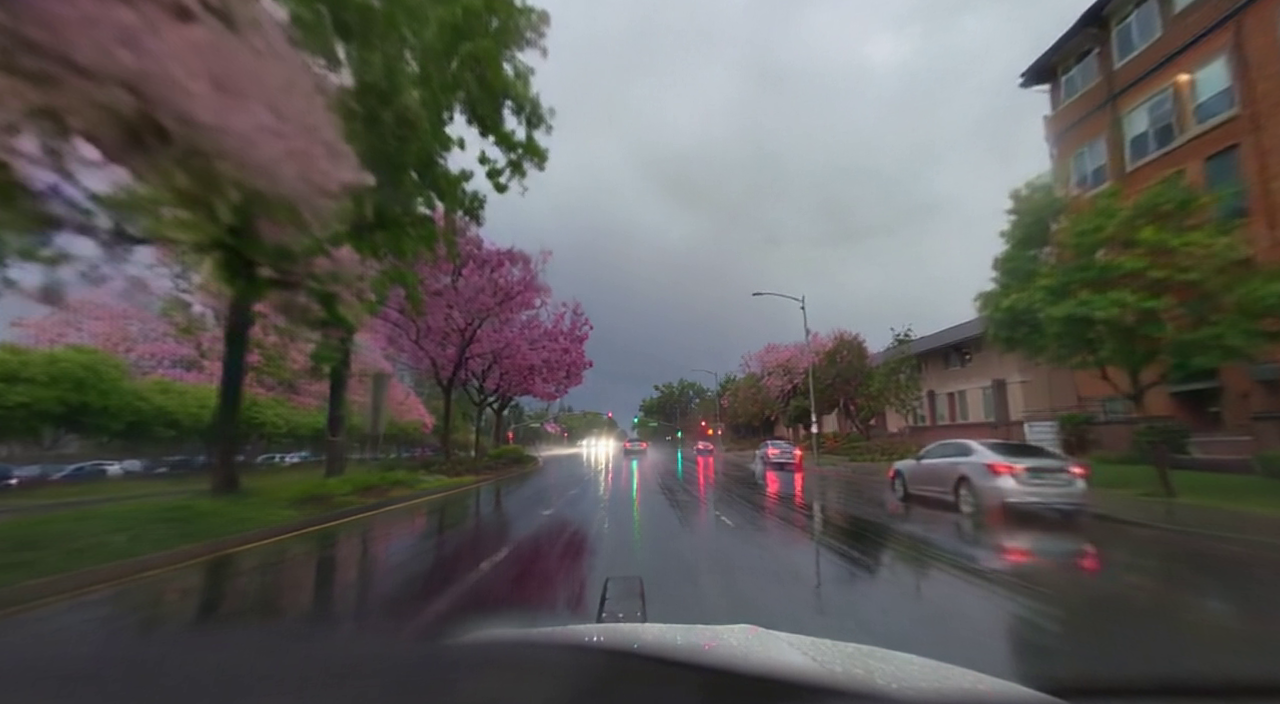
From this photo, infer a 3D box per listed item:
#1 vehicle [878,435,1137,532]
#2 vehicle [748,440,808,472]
[{"bbox_3d":[6.592,2.383,12.202,1.891,1.456,4.909,0,-8,-2],"label":"vehicle"},{"bbox_3d":[6.851,5.215,31.922,2.032,1.449,4.413,0,-8,0],"label":"vehicle"}]
